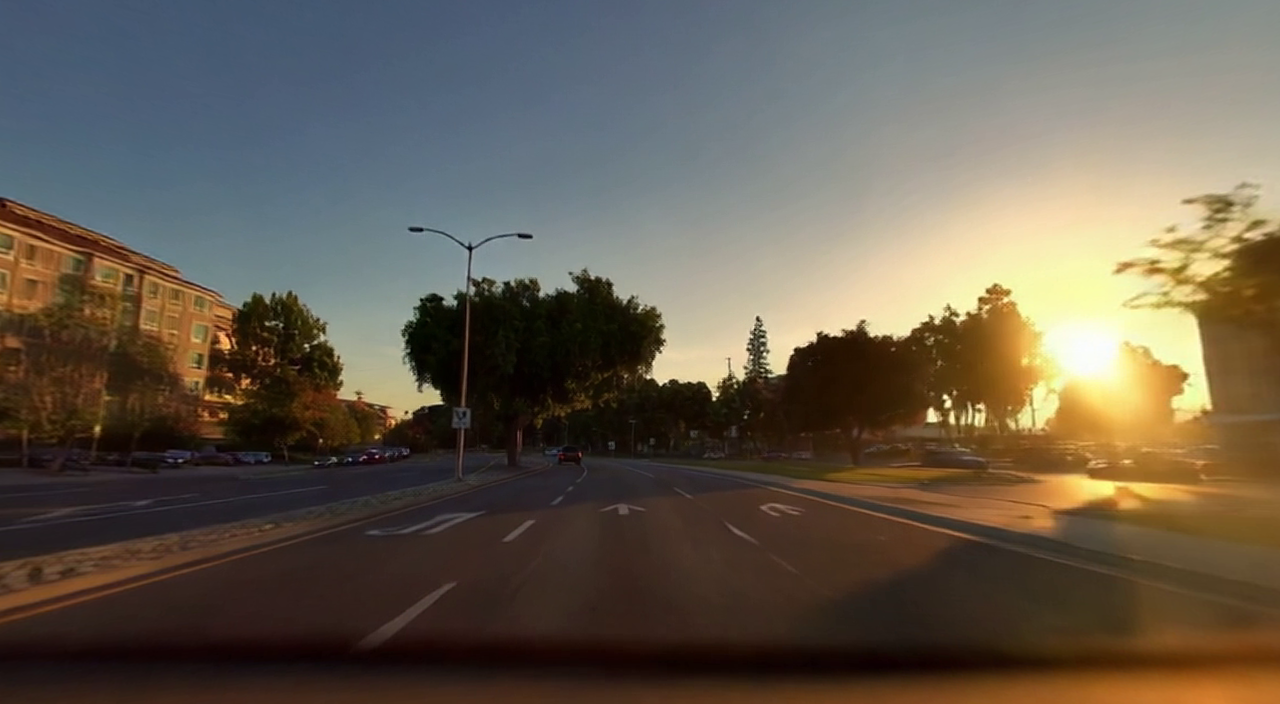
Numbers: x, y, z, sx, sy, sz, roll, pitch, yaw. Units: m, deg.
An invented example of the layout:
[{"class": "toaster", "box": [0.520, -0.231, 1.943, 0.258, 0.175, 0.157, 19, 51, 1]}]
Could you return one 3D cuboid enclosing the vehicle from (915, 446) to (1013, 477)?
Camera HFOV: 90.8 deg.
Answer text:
[{"class": "vehicle", "box": [22.781, 7.709, 44.736, 2.337, 1.969, 5.826, 7, -11, -25]}]
